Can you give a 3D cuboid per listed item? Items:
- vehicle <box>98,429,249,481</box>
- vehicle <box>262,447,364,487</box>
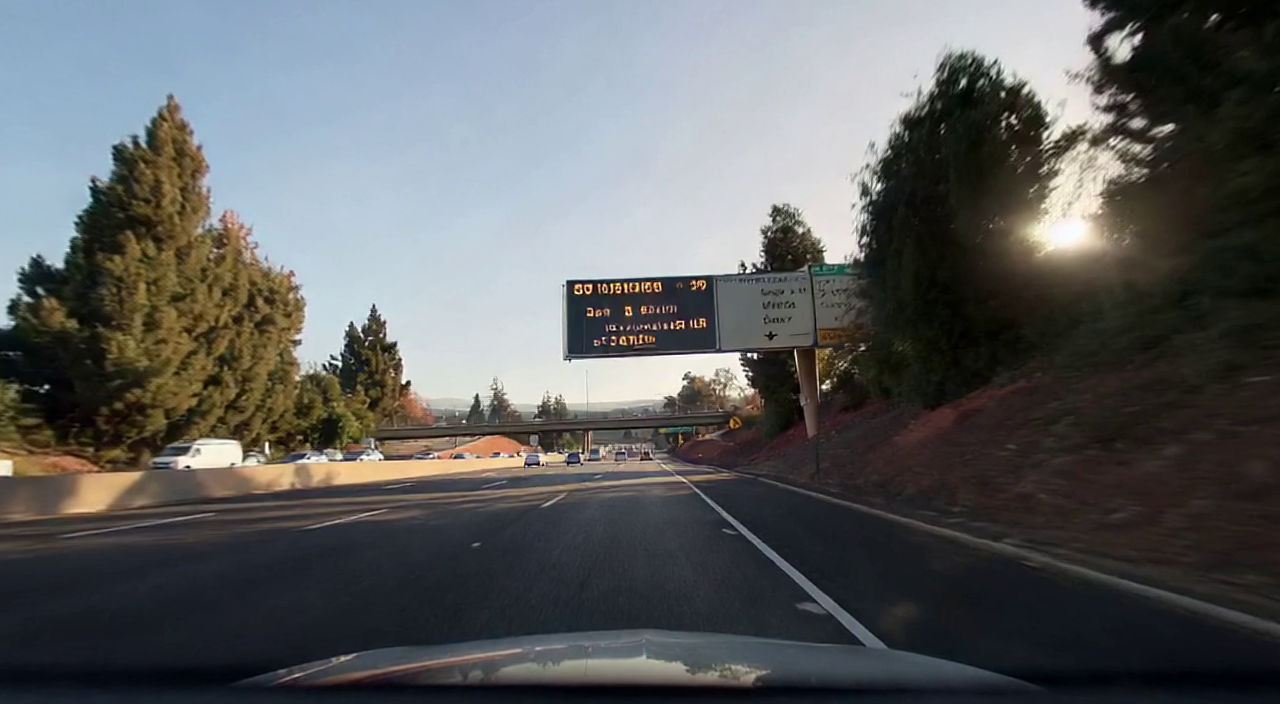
[{"bbox_3d":[-20.766,4.632,28.580,2.053,2.088,6.081,0,-8,1],"label":"vehicle"},{"bbox_3d":[-16.889,5.927,33.041,2.170,1.891,5.744,0,-8,1],"label":"vehicle"}]
